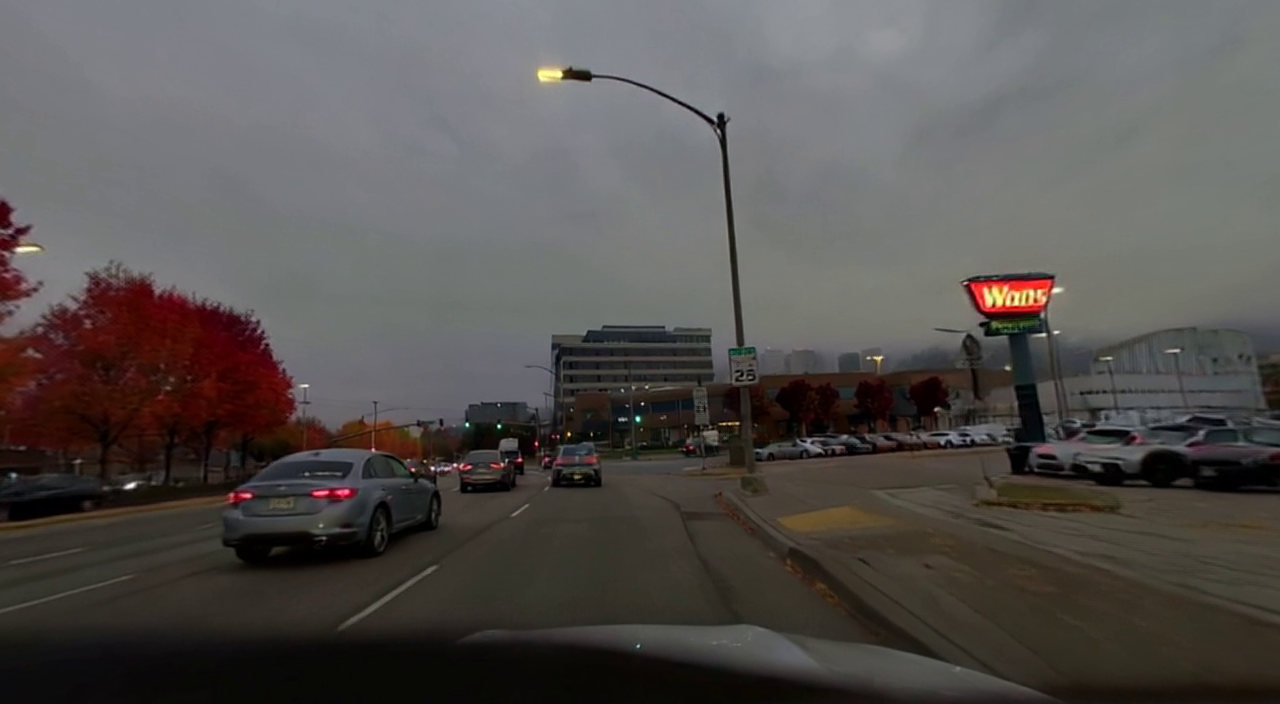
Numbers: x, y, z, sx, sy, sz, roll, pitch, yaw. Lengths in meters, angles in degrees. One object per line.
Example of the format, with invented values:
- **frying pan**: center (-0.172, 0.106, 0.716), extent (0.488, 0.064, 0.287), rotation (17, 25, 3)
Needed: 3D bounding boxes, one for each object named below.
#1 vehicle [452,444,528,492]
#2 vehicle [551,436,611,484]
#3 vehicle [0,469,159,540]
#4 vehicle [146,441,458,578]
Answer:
- **vehicle**: center (-5.287, 4.139, 22.861), extent (1.974, 1.549, 4.603), rotation (2, -9, -5)
- **vehicle**: center (-2.377, 4.269, 25.117), extent (2.144, 1.704, 4.028), rotation (2, -9, -6)
- **vehicle**: center (-16.509, 4.185, 17.847), extent (1.954, 1.539, 4.690), rotation (1, -9, 1)
- **vehicle**: center (-4.590, 2.192, 9.832), extent (2.090, 1.506, 5.326), rotation (1, -9, -2)
